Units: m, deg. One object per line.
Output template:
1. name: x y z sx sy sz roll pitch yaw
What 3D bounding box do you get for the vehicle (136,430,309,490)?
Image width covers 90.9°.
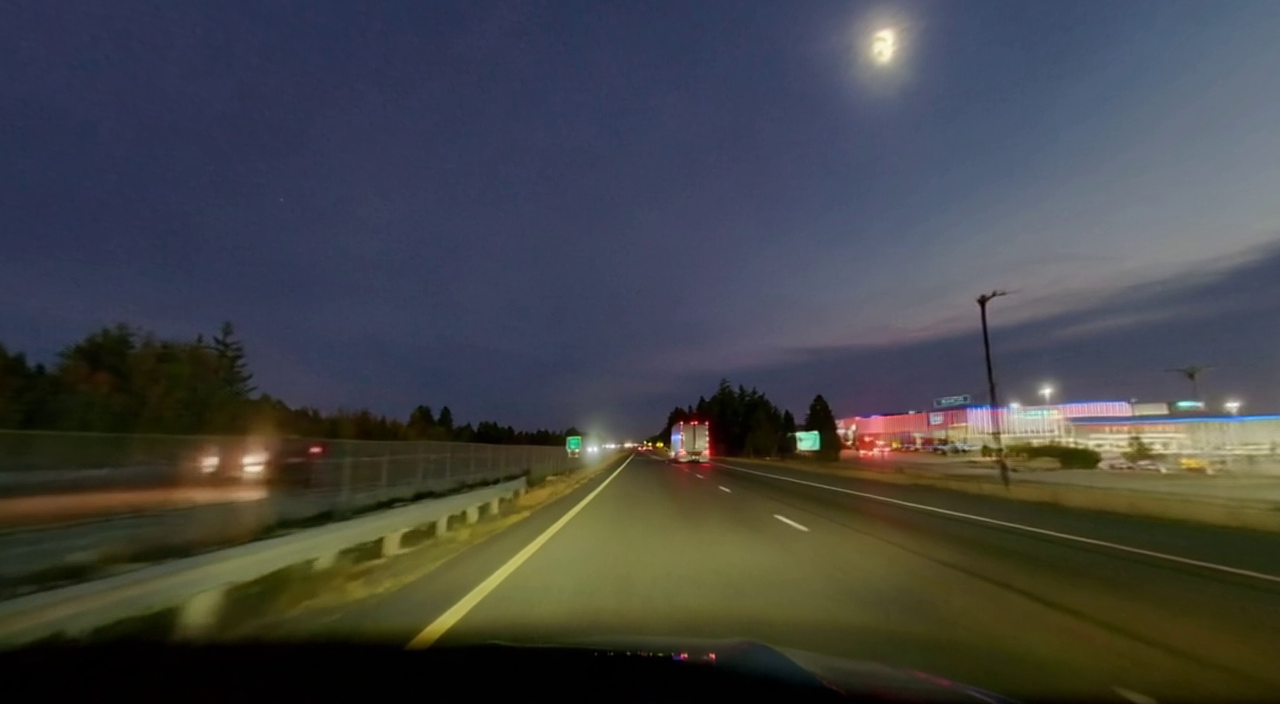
1. vehicle: -12.116 3.174 18.798 1.914 1.562 4.690 0 -9 0
